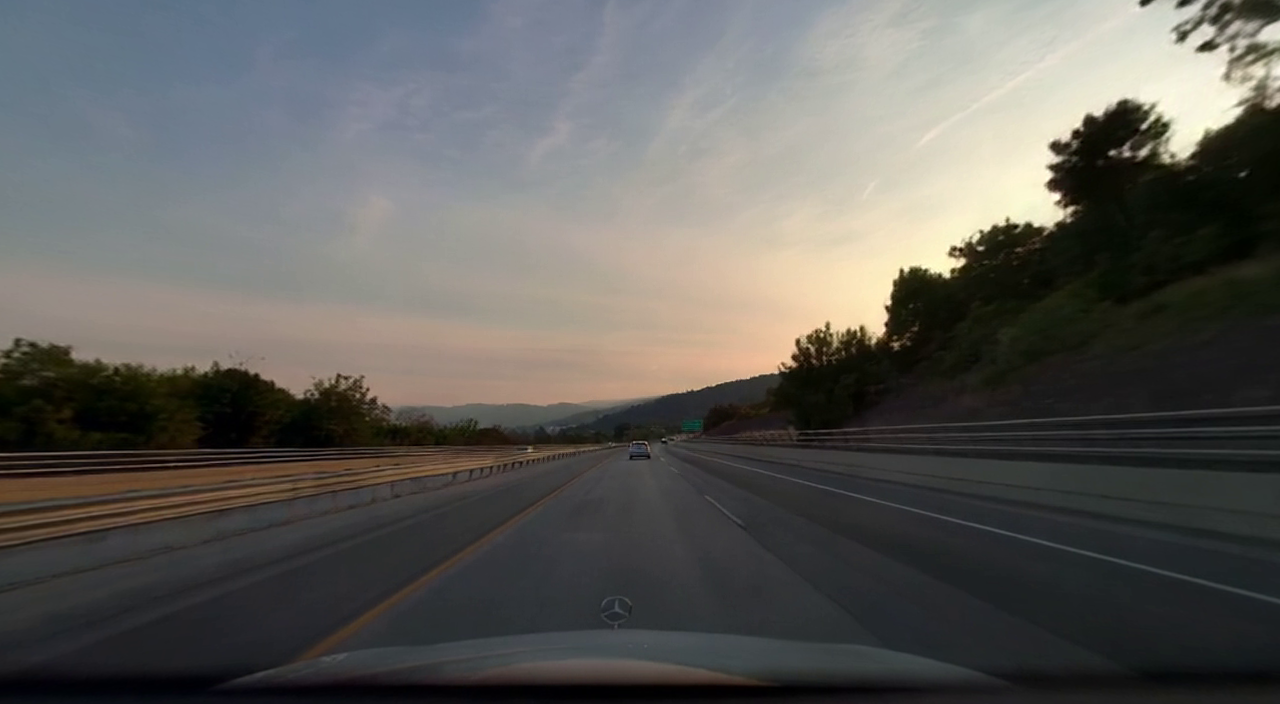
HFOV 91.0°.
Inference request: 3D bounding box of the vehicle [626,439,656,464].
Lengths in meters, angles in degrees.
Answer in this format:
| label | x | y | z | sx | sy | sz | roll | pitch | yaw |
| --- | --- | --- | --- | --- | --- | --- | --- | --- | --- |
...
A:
| label | x | y | z | sx | sy | sz | roll | pitch | yaw |
| --- | --- | --- | --- | --- | --- | --- | --- | --- | --- |
| vehicle | 0.024 | 7.210 | 45.898 | 2.059 | 1.696 | 4.165 | 0 | -8 | -1 |
